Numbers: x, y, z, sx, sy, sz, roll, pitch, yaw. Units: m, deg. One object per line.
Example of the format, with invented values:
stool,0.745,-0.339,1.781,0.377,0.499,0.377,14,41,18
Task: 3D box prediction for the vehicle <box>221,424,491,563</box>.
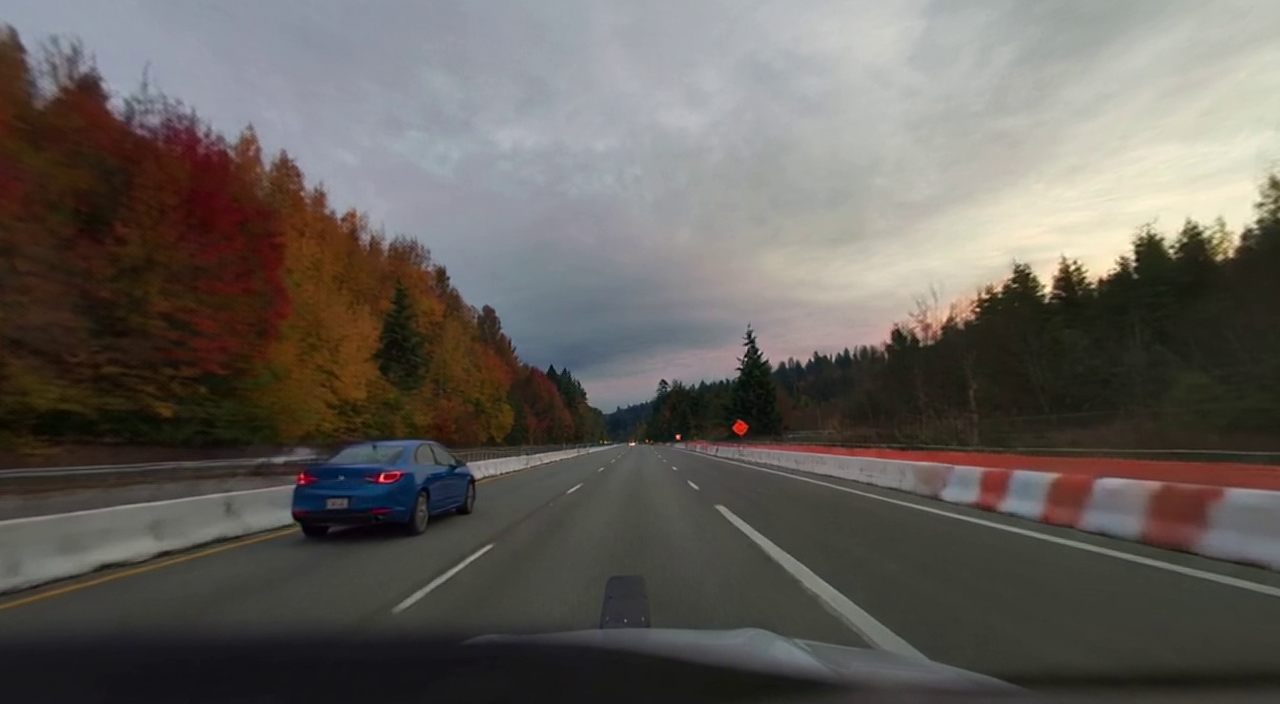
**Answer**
vehicle,-3.611,1.844,8.975,1.902,1.505,4.016,0,-8,1
